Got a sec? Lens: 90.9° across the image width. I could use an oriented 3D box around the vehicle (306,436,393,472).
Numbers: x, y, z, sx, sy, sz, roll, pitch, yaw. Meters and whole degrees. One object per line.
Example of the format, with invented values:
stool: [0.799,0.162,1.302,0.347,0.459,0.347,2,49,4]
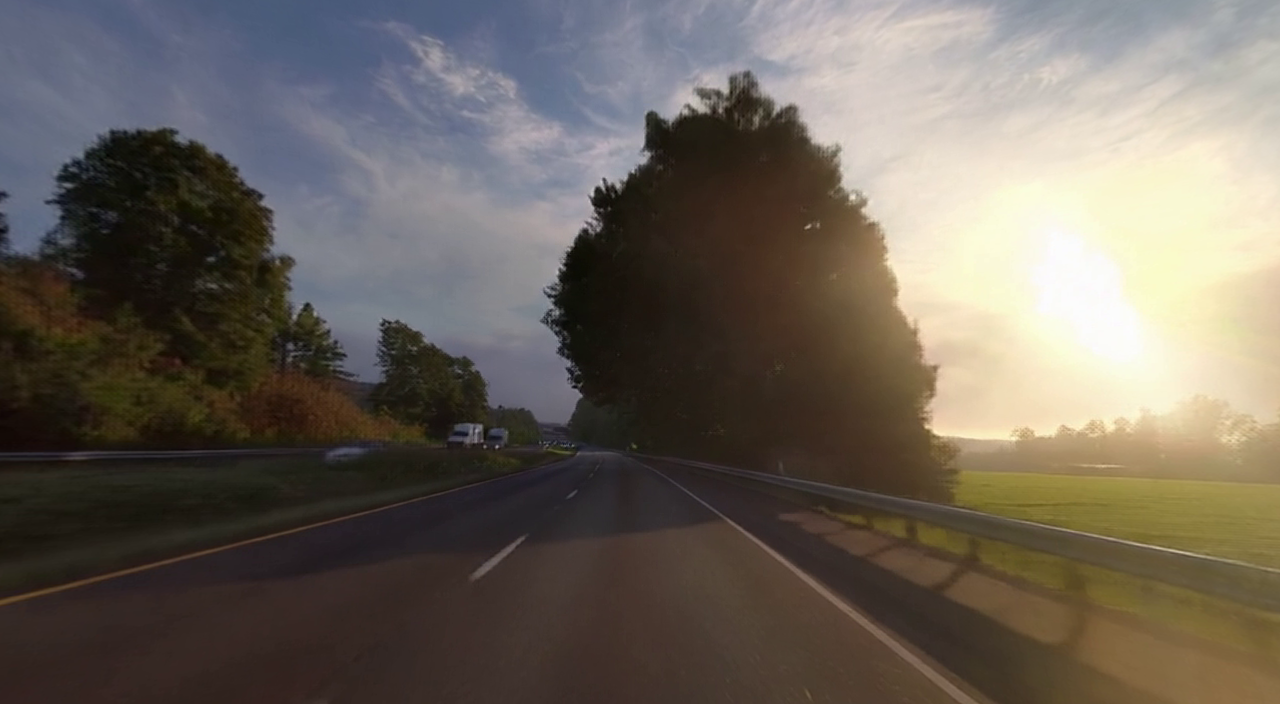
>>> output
vehicle: [-12.565,4.464,27.570,1.936,1.433,4.003,0,-9,-1]
